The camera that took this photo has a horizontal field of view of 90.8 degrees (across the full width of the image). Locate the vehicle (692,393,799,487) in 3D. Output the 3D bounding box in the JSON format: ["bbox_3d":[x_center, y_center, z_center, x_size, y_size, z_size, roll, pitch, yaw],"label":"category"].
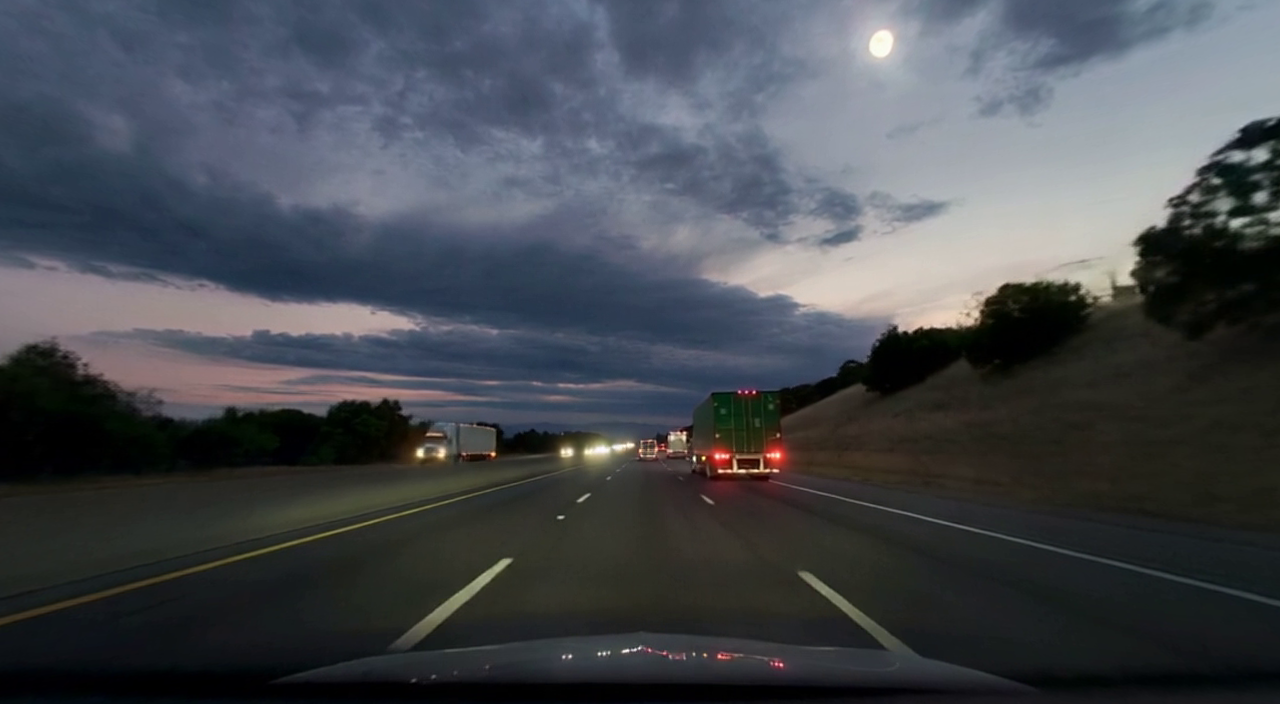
[{"bbox_3d":[4.187,3.858,27.400,2.960,3.381,8.914,0,-9,-1],"label":"vehicle"}]
